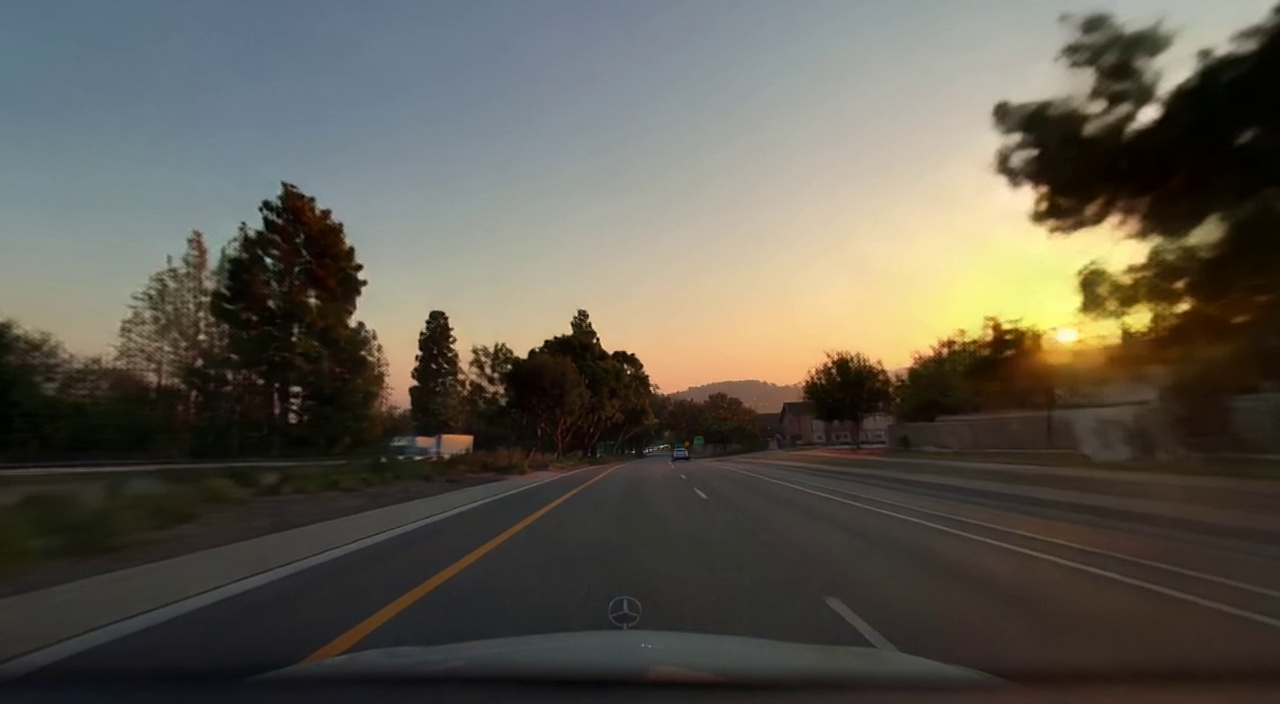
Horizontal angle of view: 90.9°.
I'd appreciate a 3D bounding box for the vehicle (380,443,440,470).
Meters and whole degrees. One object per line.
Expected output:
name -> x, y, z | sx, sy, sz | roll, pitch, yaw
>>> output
vehicle -> -17.375, 7.933, 47.977 | 2.203, 1.902, 5.750 | -1, -9, 2
